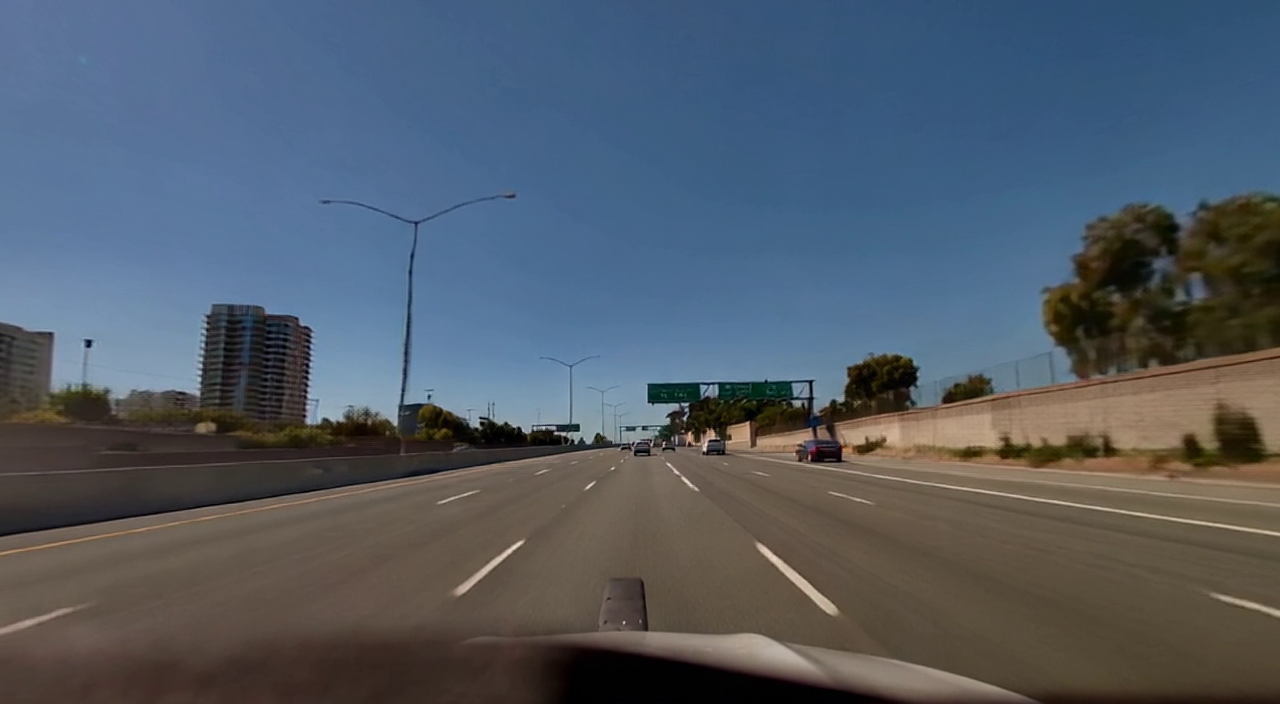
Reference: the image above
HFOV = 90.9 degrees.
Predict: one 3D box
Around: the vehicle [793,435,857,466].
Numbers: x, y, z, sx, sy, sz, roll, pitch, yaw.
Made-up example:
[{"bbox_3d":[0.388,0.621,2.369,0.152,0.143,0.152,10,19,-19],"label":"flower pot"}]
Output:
[{"bbox_3d":[9.879,5.312,34.058,2.000,1.514,4.585,0,-8,-1],"label":"vehicle"}]
